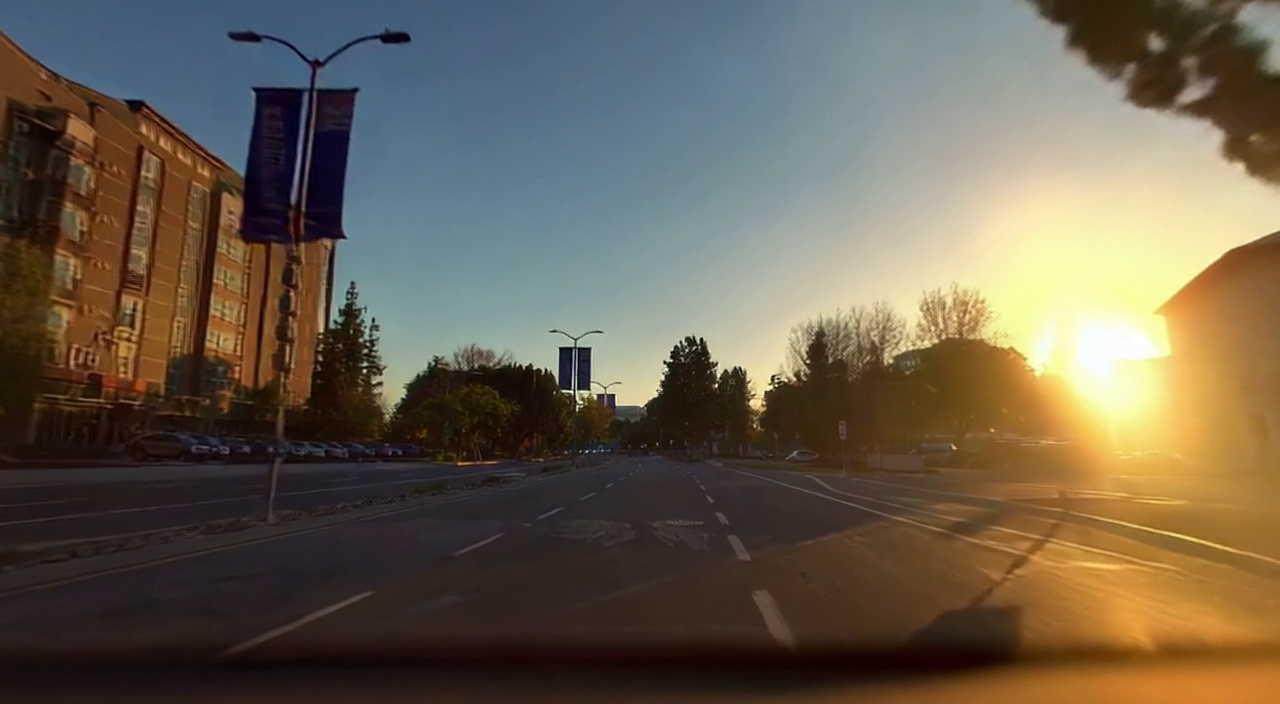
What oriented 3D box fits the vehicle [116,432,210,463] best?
[{"bbox_3d":[-32.650,6.543,43.397,4.579,1.962,2.161,1,-9,-16],"label":"vehicle"}]
